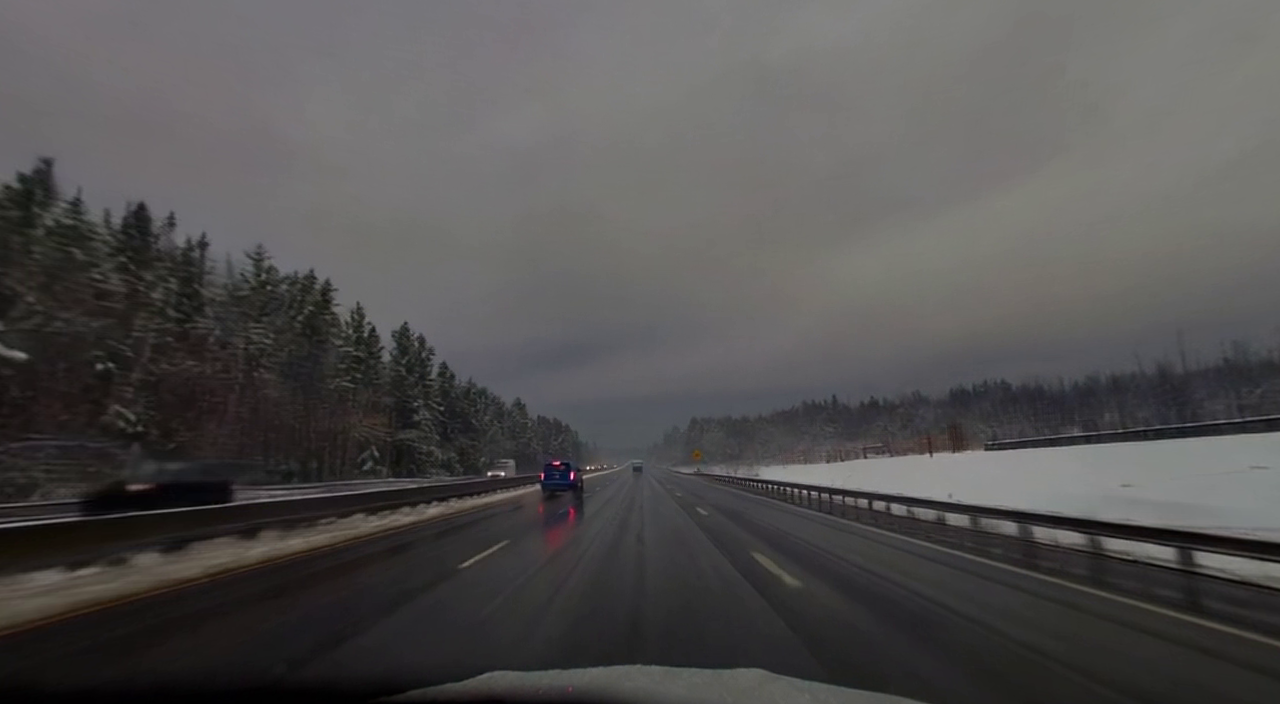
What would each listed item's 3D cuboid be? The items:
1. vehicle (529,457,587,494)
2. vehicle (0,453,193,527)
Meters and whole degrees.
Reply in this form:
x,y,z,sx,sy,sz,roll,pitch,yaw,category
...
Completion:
x,y,z,sx,sy,sz,roll,pitch,yaw,category
-3.769,5.798,29.738,2.081,1.586,4.245,0,-10,1,vehicle
-13.418,3.283,15.394,1.885,1.534,4.116,0,-10,1,vehicle
